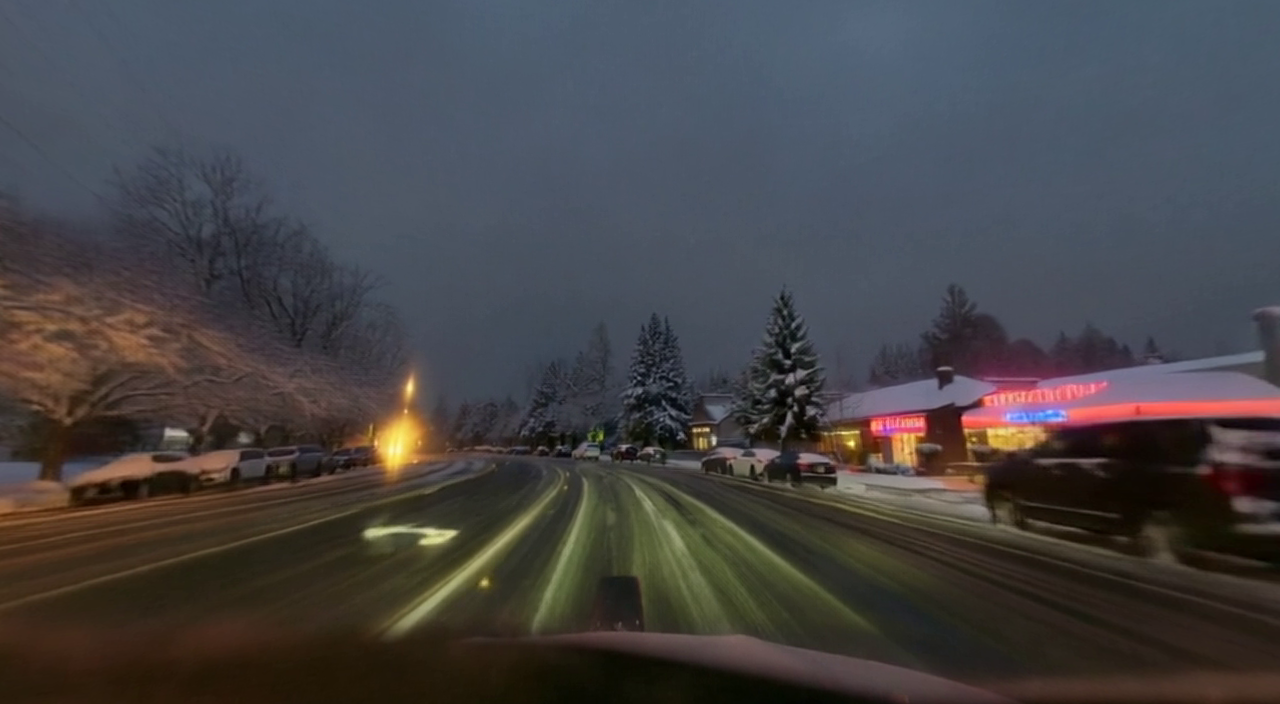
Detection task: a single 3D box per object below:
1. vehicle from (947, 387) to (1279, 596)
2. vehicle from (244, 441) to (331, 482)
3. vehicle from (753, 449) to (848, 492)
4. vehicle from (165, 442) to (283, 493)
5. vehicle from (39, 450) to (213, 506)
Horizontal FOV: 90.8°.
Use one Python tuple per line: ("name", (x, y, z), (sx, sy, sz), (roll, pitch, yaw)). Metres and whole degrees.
("vehicle", (7.479, 1.875, 9.524), (2.543, 2.114, 5.984), (0, -9, -2))
("vehicle", (-16.925, 5.268, 30.685), (1.876, 1.772, 5.125), (1, -9, -8))
("vehicle", (6.093, 4.534, 24.645), (1.872, 1.515, 4.799), (1, -9, -8))
("vehicle", (-15.909, 4.398, 24.493), (1.927, 1.748, 4.474), (1, -9, -7))
("vehicle", (-15.473, 3.777, 19.436), (2.027, 1.470, 4.550), (1, -9, -9))
